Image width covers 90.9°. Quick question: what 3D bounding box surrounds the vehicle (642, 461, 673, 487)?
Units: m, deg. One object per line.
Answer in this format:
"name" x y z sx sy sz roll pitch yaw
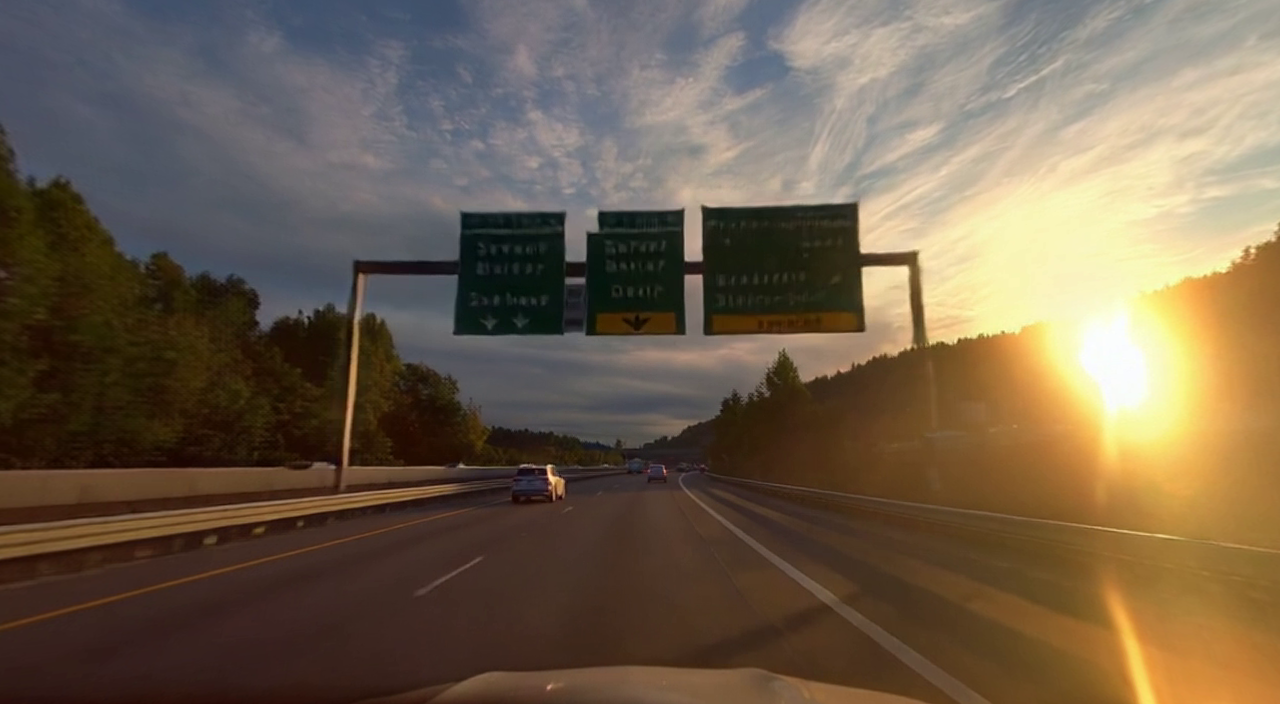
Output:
"vehicle" 1.202 8.217 42.458 2.000 1.594 3.996 1 -10 2

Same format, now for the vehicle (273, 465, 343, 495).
"vehicle" -17.587 6.758 33.520 1.660 1.446 3.559 1 -10 1

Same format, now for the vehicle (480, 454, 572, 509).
"vehicle" -3.652 4.293 21.125 2.063 1.556 4.740 1 -10 1
